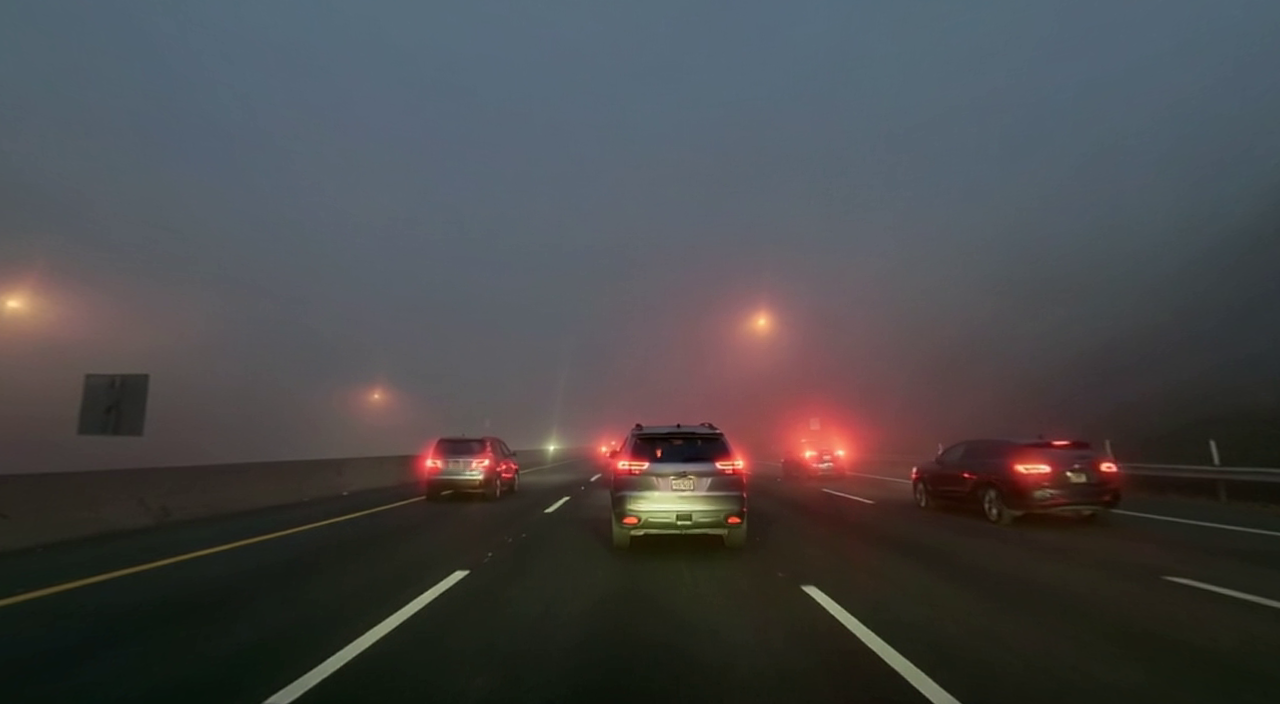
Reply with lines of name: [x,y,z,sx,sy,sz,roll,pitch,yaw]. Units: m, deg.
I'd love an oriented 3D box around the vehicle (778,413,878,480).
vehicle: [7.726,4.017,26.671,2.390,2.503,5.788,0,-9,0]

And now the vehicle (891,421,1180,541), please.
vehicle: [6.402,2.130,11.004,1.972,1.647,4.429,1,-9,-3]

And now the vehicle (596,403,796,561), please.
vehicle: [0.498,1.756,9.095,2.230,1.740,3.976,1,-9,-4]

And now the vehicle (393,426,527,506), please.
vehicle: [-4.380,2.866,16.225,2.047,1.755,4.638,0,-9,0]
